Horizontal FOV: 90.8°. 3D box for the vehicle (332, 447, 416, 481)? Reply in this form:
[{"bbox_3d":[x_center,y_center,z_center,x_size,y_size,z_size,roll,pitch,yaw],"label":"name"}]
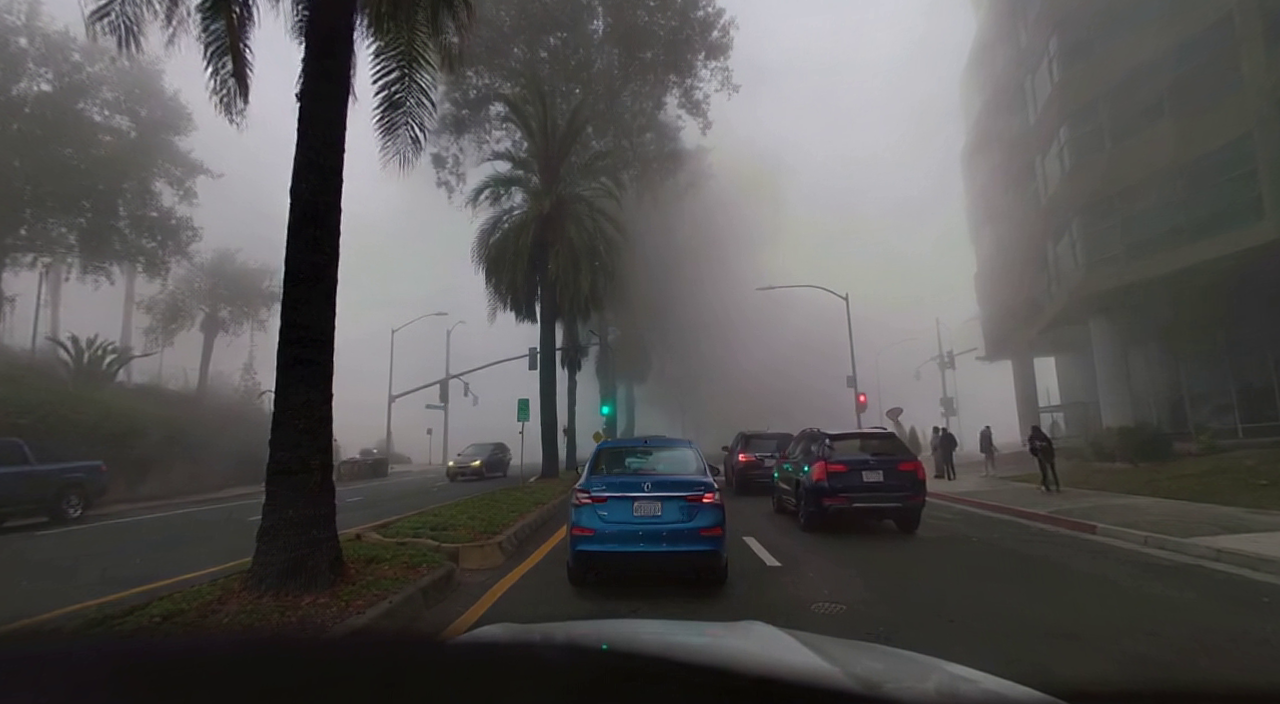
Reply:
[{"bbox_3d":[-13.194,5.558,31.682,1.965,1.507,4.725,-1,-8,3],"label":"vehicle"}]

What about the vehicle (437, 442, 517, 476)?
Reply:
[{"bbox_3d":[-7.348,4.860,28.948,1.898,1.439,4.540,-1,-8,8],"label":"vehicle"}]

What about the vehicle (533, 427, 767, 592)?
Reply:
[{"bbox_3d":[0.133,1.712,7.708,2.088,1.452,3.993,0,-8,1],"label":"vehicle"}]

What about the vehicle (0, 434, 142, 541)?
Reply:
[{"bbox_3d":[-13.062,2.718,12.294,2.240,1.964,5.707,-6,-8,0],"label":"vehicle"}]

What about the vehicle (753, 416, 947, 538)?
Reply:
[{"bbox_3d":[3.394,2.109,11.254,2.003,1.733,4.319,0,-8,1],"label":"vehicle"}]
